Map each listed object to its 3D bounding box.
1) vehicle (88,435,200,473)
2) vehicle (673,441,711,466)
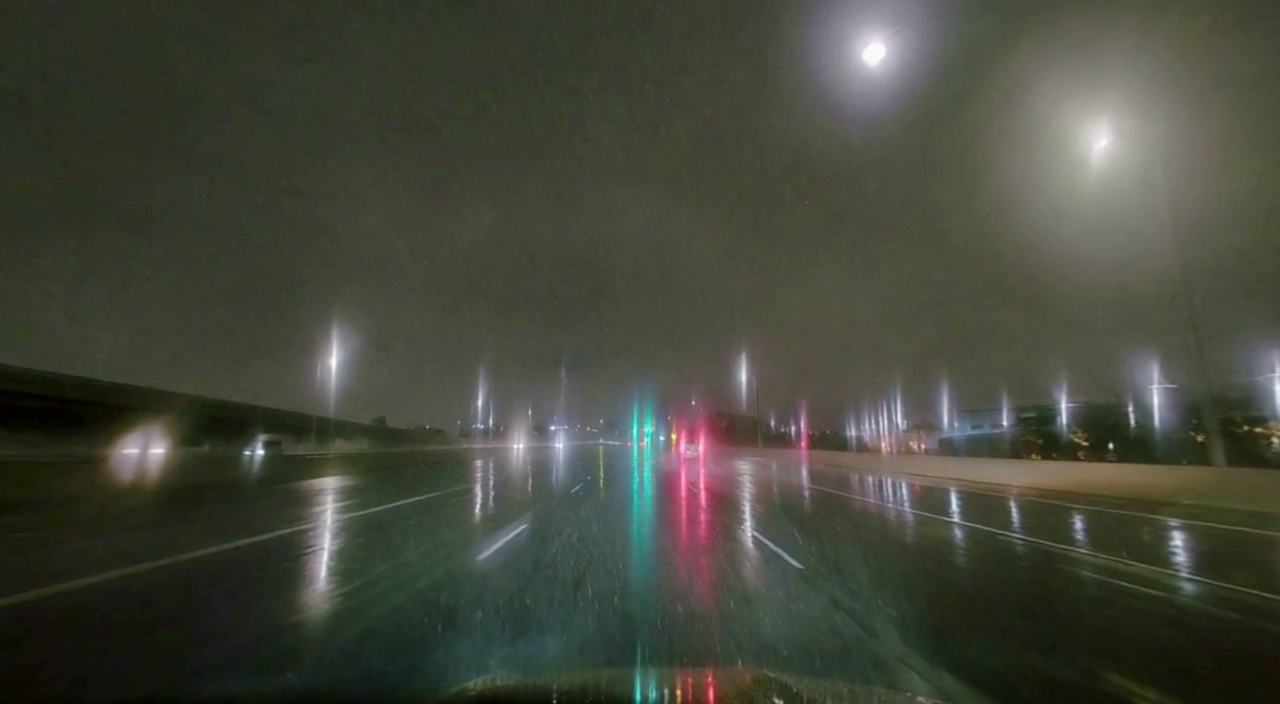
[{"bbox_3d":[-22.791,4.680,29.250,2.124,1.610,3.846,1,-8,-3],"label":"vehicle"},{"bbox_3d":[3.286,6.468,40.492,2.000,1.533,3.770,0,-8,-1],"label":"vehicle"}]
